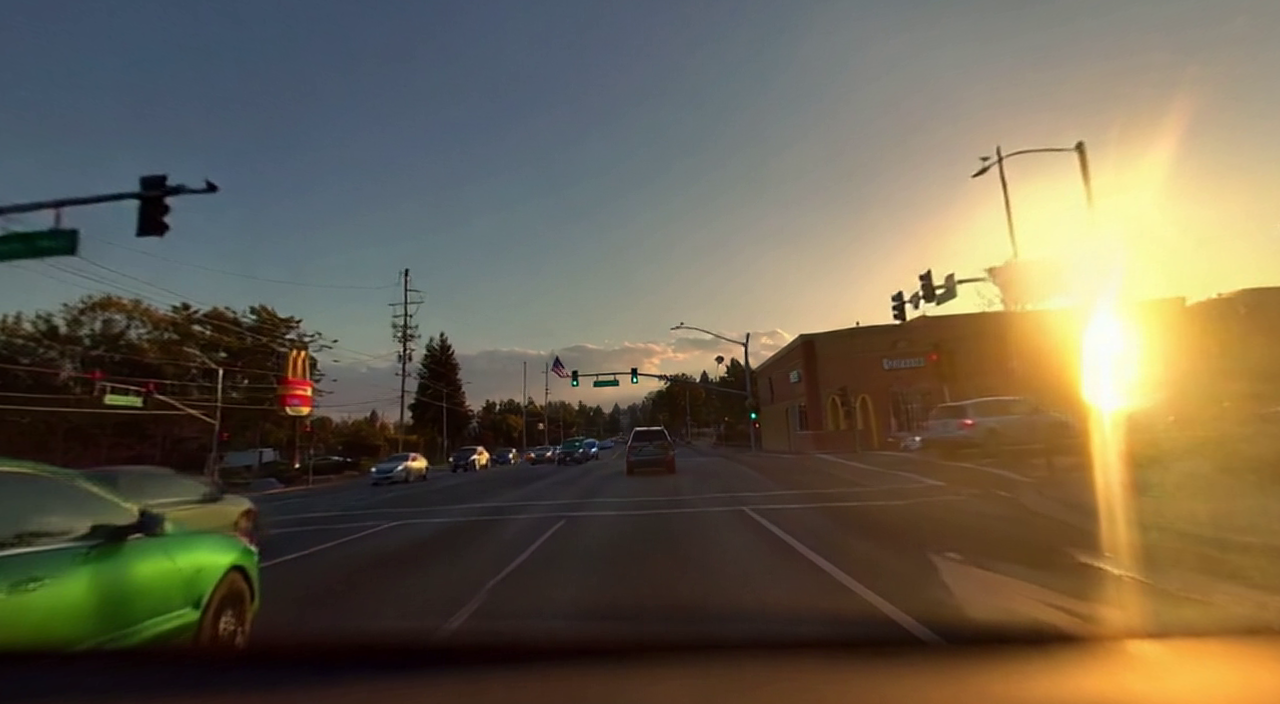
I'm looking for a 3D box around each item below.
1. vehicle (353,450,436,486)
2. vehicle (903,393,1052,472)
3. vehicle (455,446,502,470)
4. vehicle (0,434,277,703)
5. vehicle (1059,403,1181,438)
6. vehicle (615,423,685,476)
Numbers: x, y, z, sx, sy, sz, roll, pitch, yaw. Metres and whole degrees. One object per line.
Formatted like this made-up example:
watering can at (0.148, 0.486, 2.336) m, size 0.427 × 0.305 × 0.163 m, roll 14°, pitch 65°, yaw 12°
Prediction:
vehicle at (-11.293, 5.365, 29.446) m, size 2.016 × 1.468 × 4.612 m, roll 0°, pitch -8°, yaw 0°
vehicle at (10.895, 2.609, 20.117) m, size 5.877 × 2.148 × 2.452 m, roll 8°, pitch -12°, yaw -44°
vehicle at (-11.393, 7.500, 44.846) m, size 2.184 × 1.641 × 4.429 m, roll 0°, pitch -8°, yaw 0°
vehicle at (-3.700, 1.070, 2.522) m, size 1.996 × 1.463 × 4.094 m, roll 0°, pitch -8°, yaw 1°
vehicle at (25.585, 3.694, 33.735) m, size 4.769 × 1.486 × 2.043 m, roll -3°, pitch -8°, yaw 1°
vehicle at (0.313, 3.878, 25.249) m, size 2.513 × 1.854 × 5.235 m, roll 0°, pitch -8°, yaw -1°
